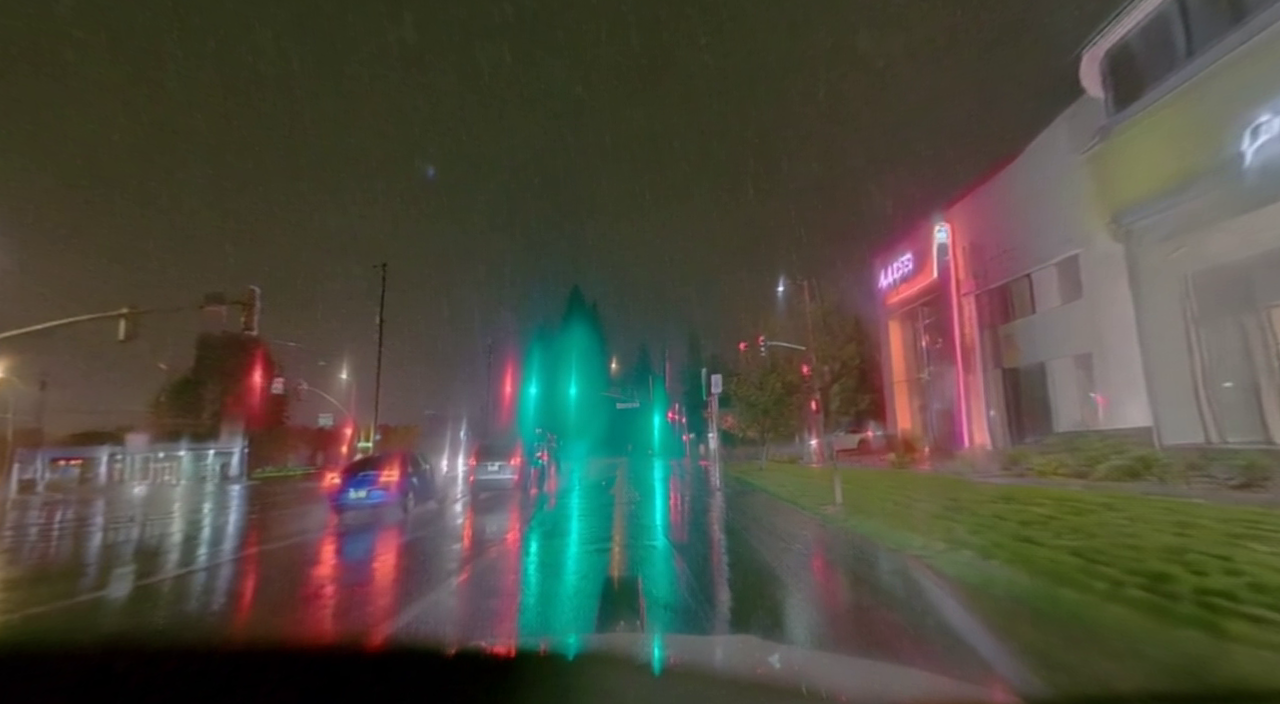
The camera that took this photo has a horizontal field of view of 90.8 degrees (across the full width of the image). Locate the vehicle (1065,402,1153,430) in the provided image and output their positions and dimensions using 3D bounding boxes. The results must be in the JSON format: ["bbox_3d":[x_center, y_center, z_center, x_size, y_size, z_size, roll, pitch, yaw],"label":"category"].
[{"bbox_3d":[33.849,4.644,45.690,4.630,1.824,2.031,0,-9,-1],"label":"vehicle"}]

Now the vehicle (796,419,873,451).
[{"bbox_3d":[12.941,5.559,42.213,4.428,1.501,1.884,-7,-9,-2],"label":"vehicle"}]

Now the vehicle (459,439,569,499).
[{"bbox_3d":[-3.358,3.262,17.938,2.054,1.449,4.772,0,-9,1],"label":"vehicle"}]

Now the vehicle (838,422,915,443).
[{"bbox_3d":[16.985,5.819,45.432,4.712,1.466,1.962,0,-9,-1],"label":"vehicle"}]

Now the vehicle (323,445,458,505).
[{"bbox_3d":[-6.696,3.348,17.538,1.966,1.439,4.161,0,-9,2],"label":"vehicle"}]
